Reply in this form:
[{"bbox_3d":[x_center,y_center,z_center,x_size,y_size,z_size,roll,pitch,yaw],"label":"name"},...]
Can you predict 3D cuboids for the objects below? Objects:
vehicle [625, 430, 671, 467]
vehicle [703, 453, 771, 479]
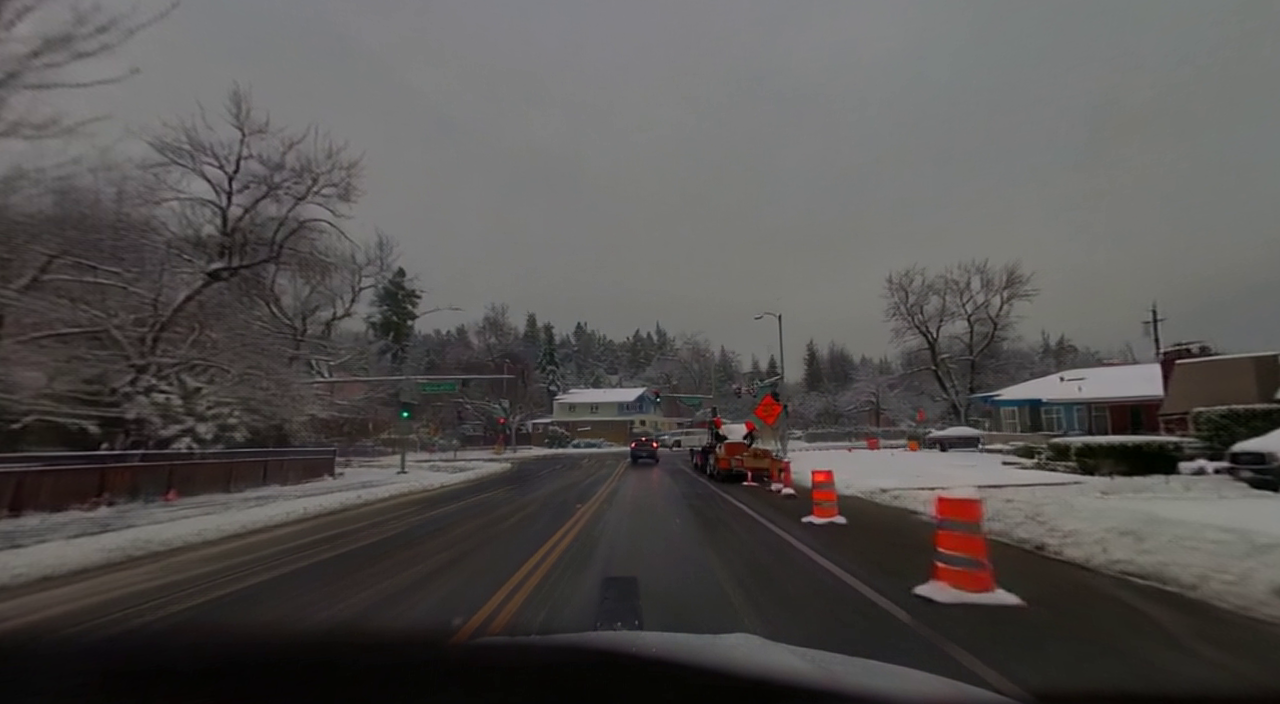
[{"bbox_3d":[0.369,4.829,31.555,2.151,1.708,4.084,0,-8,-1],"label":"vehicle"},{"bbox_3d":[3.684,4.384,24.384,2.123,0.883,3.024,0,-8,0],"label":"vehicle"}]
